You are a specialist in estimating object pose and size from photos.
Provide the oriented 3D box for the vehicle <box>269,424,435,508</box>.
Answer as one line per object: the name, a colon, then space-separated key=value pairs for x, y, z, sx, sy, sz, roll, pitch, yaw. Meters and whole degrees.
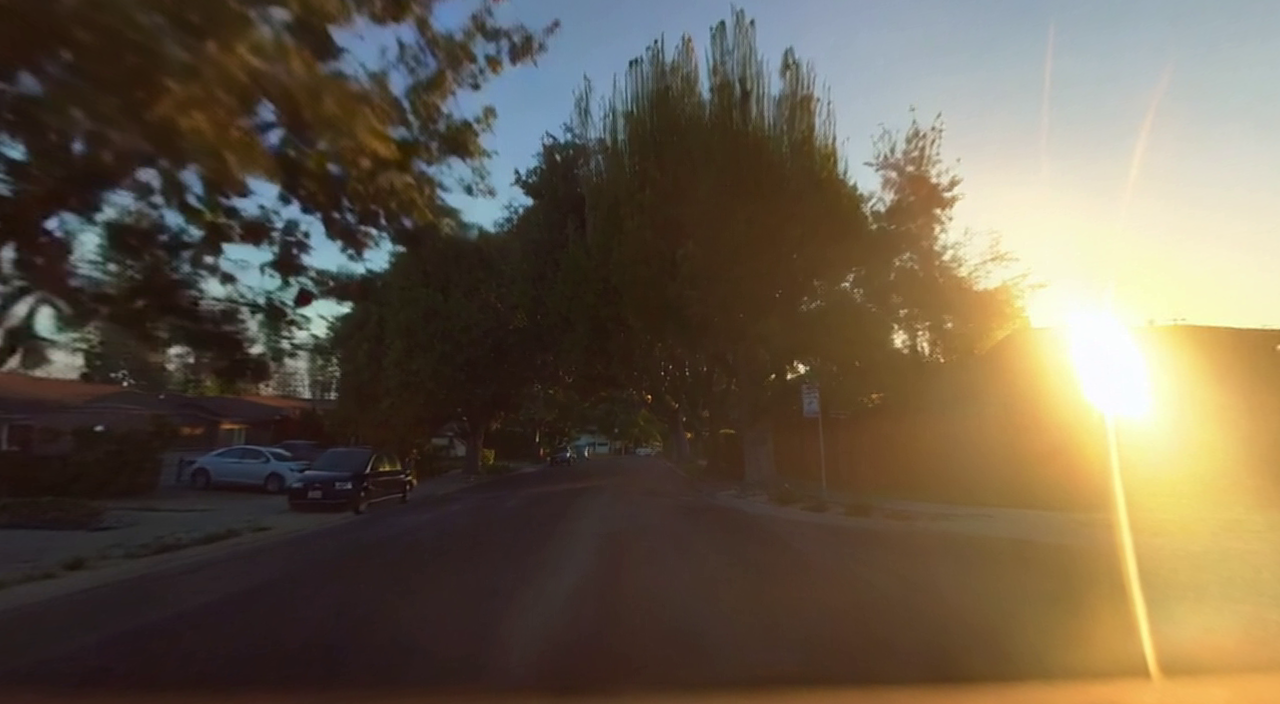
vehicle: x=-7.379 y=3.024 z=16.894 sx=2.091 sy=1.912 sz=4.598 roll=0 pitch=-10 yaw=2
